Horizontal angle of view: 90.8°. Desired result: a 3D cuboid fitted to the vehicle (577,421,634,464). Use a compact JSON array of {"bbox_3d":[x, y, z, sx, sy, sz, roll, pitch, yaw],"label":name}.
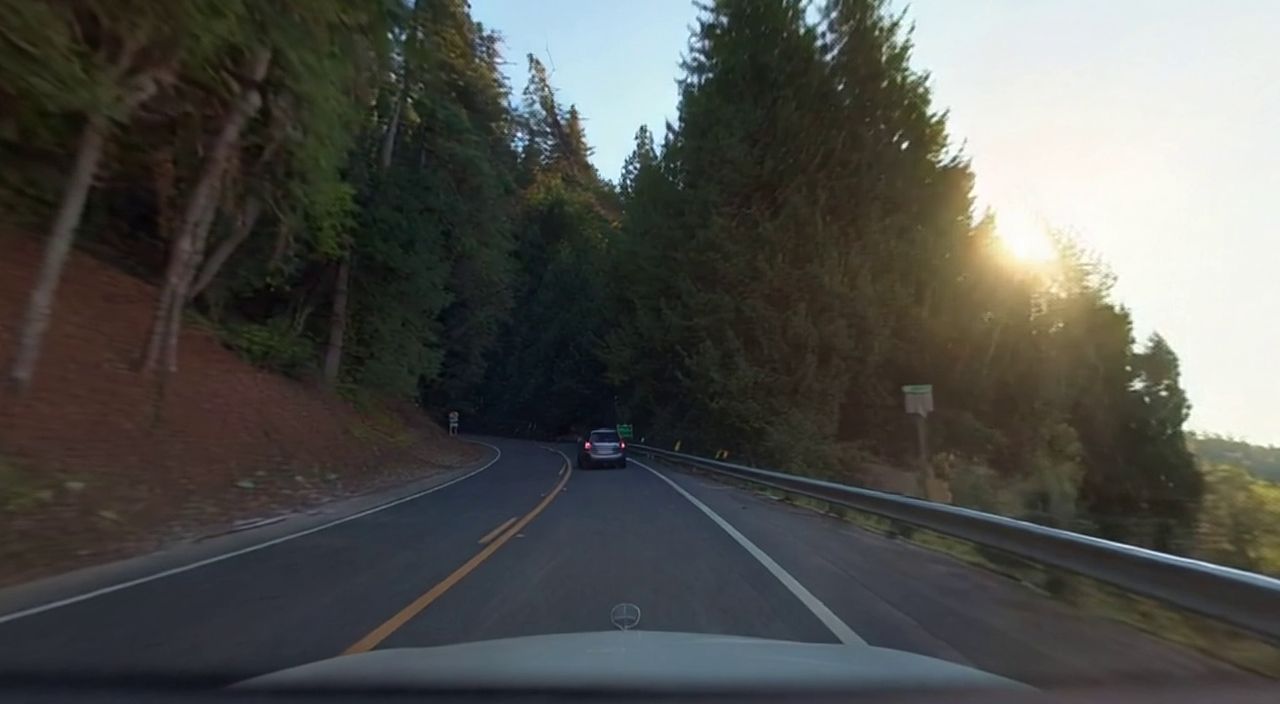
[{"bbox_3d":[-1.869,4.587,31.822,2.469,1.953,5.605,1,-9,-7],"label":"vehicle"}]
